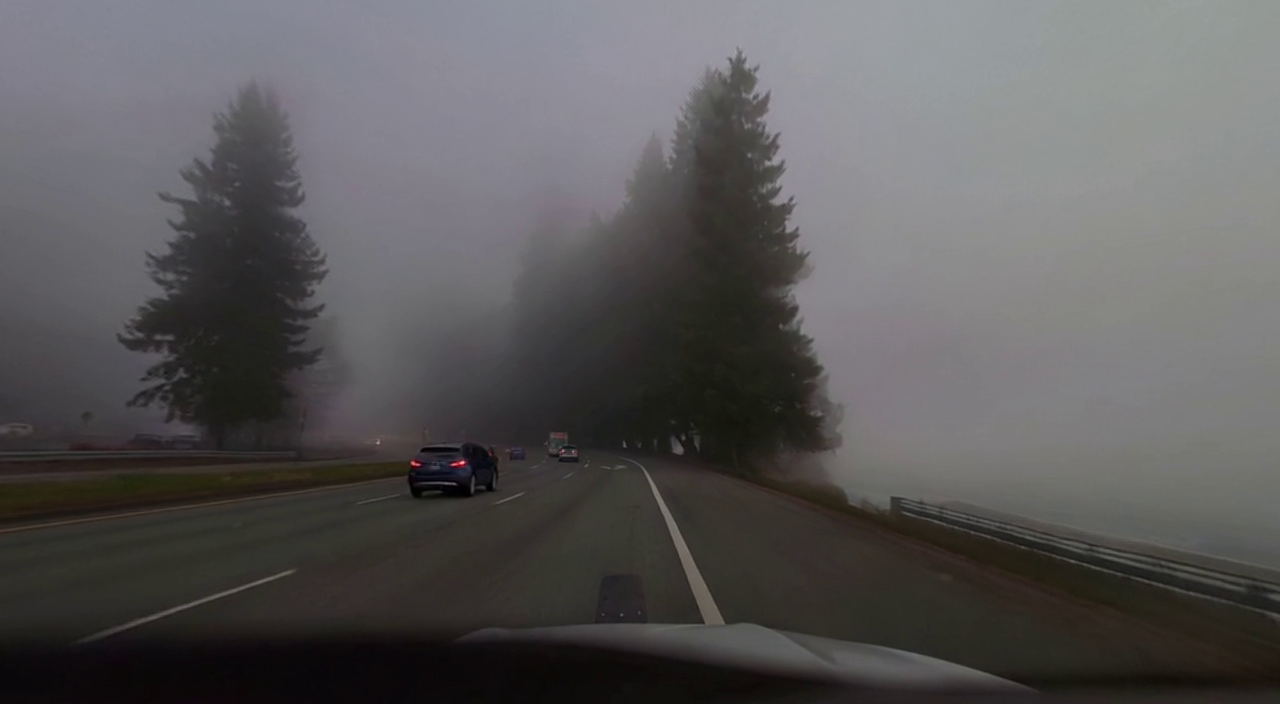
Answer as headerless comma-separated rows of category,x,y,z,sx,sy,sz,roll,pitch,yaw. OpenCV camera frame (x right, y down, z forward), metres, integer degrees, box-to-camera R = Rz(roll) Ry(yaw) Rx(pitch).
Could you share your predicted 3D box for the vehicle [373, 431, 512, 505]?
vehicle,-5.169,3.096,17.372,2.210,1.737,4.649,-1,-8,2
